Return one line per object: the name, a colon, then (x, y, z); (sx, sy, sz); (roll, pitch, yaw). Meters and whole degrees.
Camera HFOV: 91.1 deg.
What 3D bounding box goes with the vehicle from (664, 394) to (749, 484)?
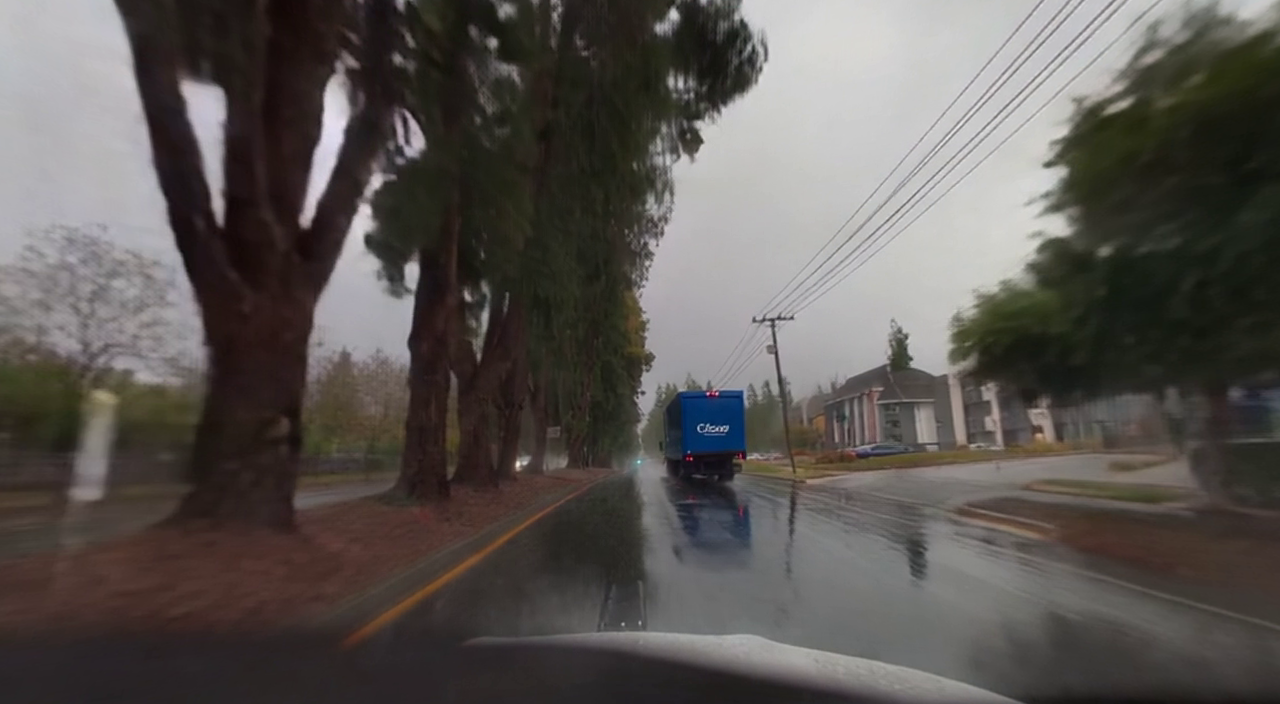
vehicle: (3.046, 4.452, 31.819); (2.973, 3.848, 9.336); (0, -9, -2)
